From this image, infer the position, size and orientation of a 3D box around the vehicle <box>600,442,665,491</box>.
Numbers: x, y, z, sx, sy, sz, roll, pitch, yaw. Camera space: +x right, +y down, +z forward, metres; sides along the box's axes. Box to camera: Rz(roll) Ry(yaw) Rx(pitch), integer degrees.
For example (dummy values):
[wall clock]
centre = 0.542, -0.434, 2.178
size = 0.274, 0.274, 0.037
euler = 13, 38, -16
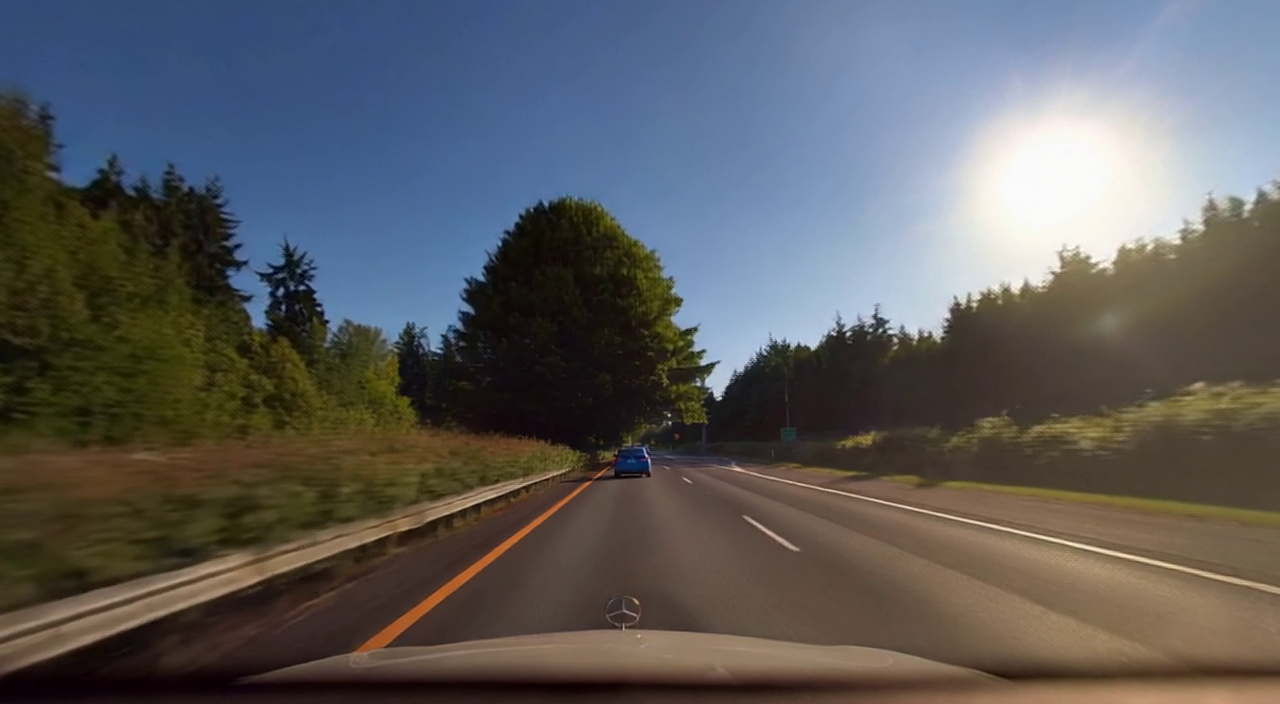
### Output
[vehicle]
centre = -0.239, 3.943, 22.007
size = 2.069, 1.523, 4.012
euler = 0, -9, 0
